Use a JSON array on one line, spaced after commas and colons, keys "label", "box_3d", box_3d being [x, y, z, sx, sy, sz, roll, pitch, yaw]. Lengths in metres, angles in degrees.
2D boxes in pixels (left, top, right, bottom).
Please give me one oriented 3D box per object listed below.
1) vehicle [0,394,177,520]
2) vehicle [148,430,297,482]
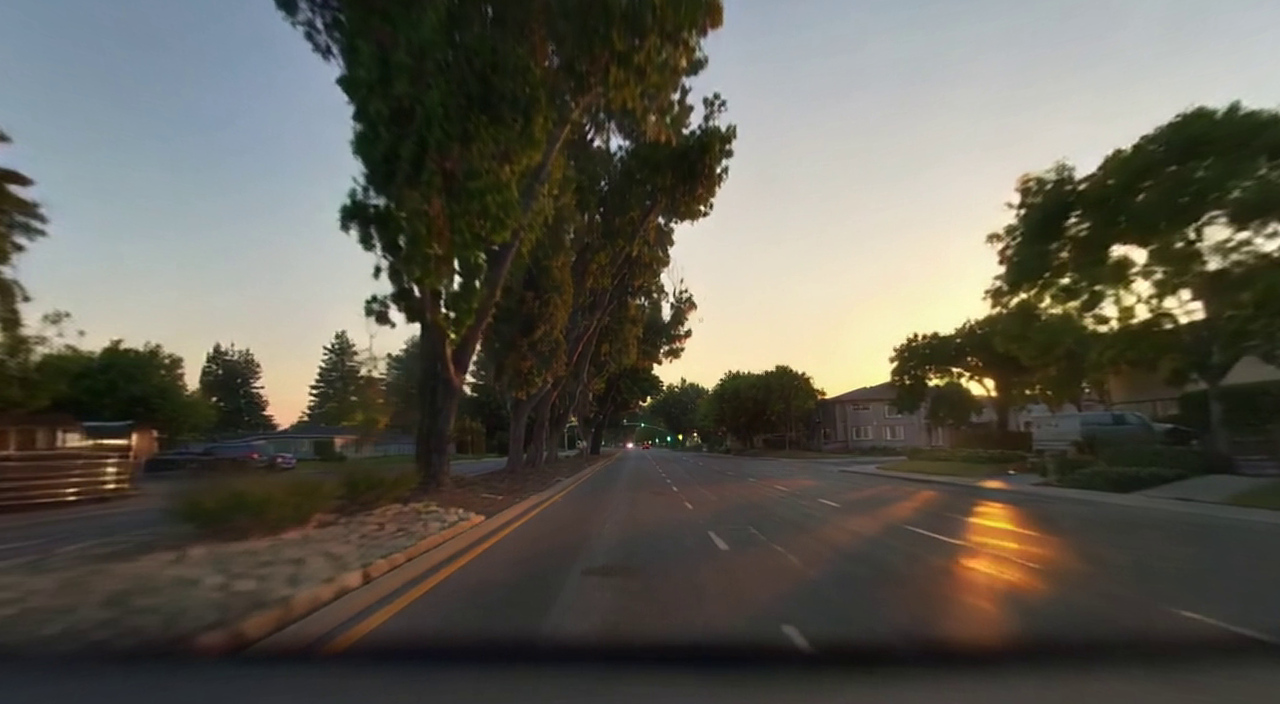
[{"label": "vehicle", "box_3d": [-19.509, 3.221, 19.559, 2.866, 3.528, 9.798, 0, -9, 0]}, {"label": "vehicle", "box_3d": [-28.915, 7.241, 43.931, 8.492, 3.055, 3.116, -4, -9, 6]}]
